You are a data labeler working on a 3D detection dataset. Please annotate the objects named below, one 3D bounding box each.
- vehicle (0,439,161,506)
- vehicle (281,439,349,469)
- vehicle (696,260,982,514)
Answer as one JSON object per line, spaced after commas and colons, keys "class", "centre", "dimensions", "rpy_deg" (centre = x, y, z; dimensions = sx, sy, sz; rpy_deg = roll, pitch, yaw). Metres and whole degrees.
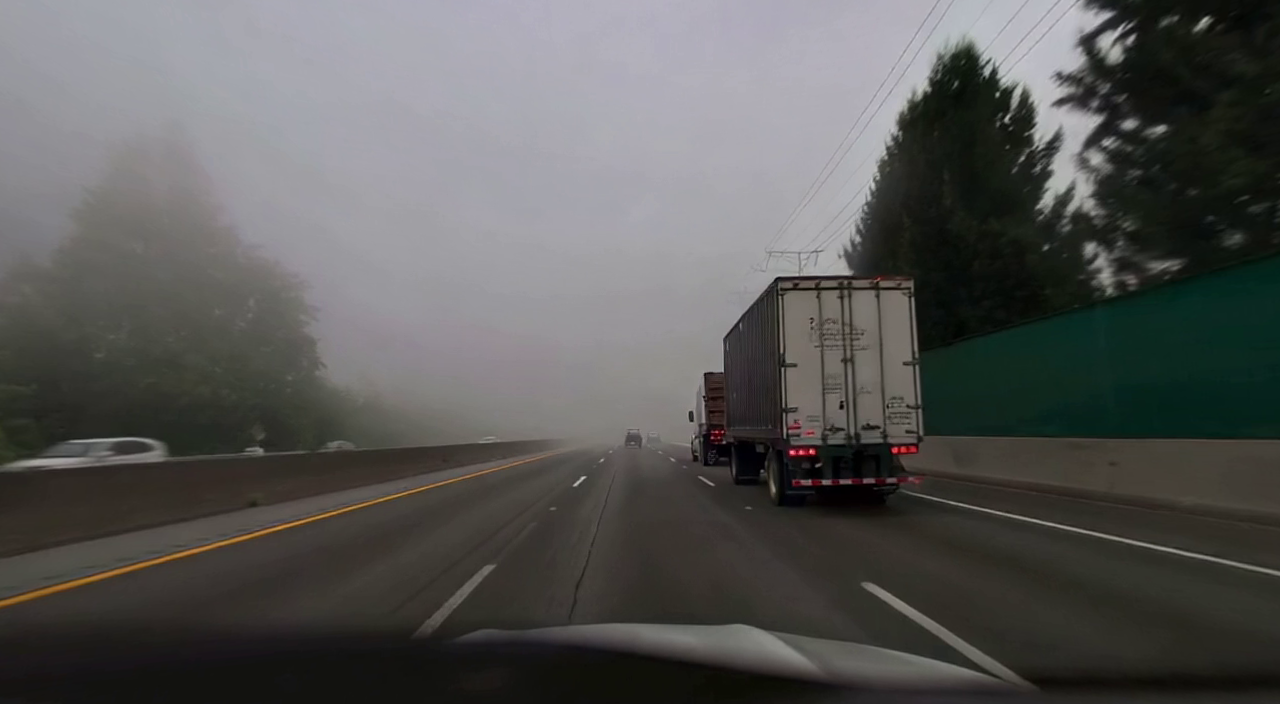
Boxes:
{"class": "vehicle", "centre": [-15.501, 3.076, 16.749], "dimensions": [1.867, 1.517, 4.669], "rpy_deg": [0, -8, -1]}
{"class": "vehicle", "centre": [-20.443, 6.398, 39.841], "dimensions": [1.883, 1.696, 4.570], "rpy_deg": [0, -8, -1]}
{"class": "vehicle", "centre": [3.635, 1.372, 16.416], "dimensions": [2.944, 3.973, 13.227], "rpy_deg": [0, -8, -1]}
